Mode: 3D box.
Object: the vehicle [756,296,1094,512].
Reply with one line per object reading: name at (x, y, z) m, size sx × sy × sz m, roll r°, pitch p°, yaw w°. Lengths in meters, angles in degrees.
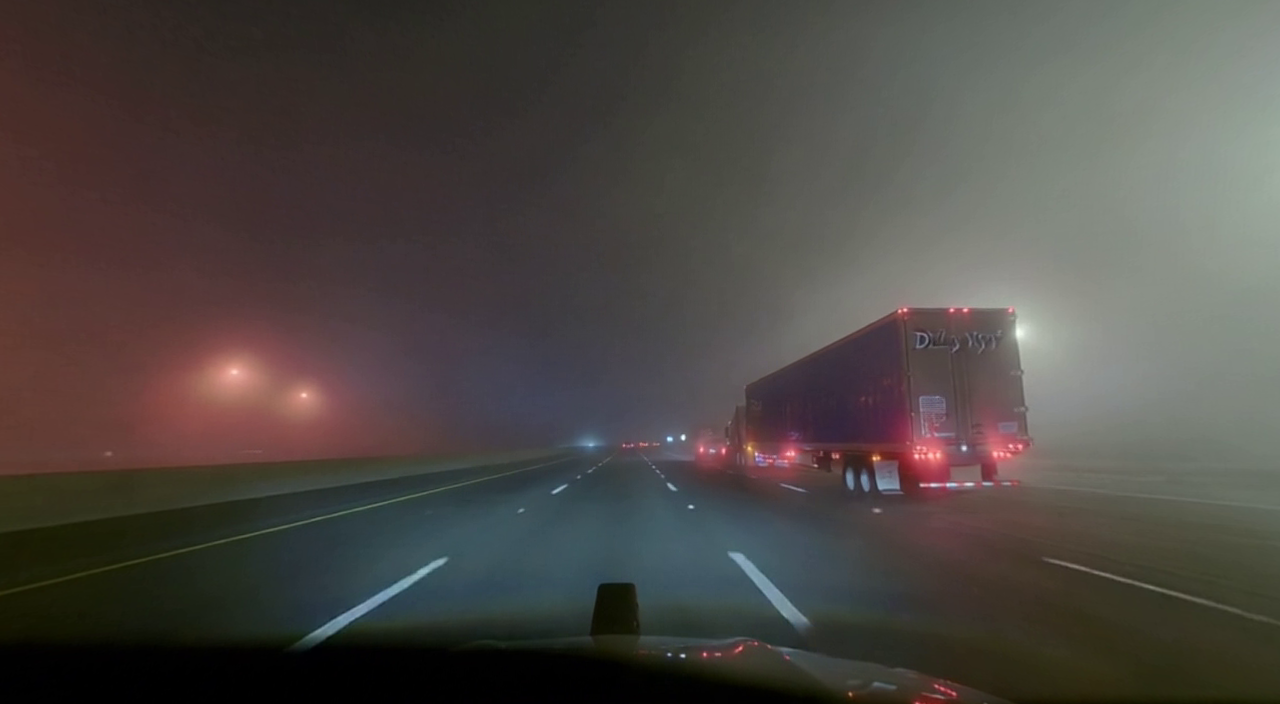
vehicle at (6.636, 2.084, 19.640) m, size 2.962 × 3.947 × 16.241 m, roll 0°, pitch -8°, yaw 0°
